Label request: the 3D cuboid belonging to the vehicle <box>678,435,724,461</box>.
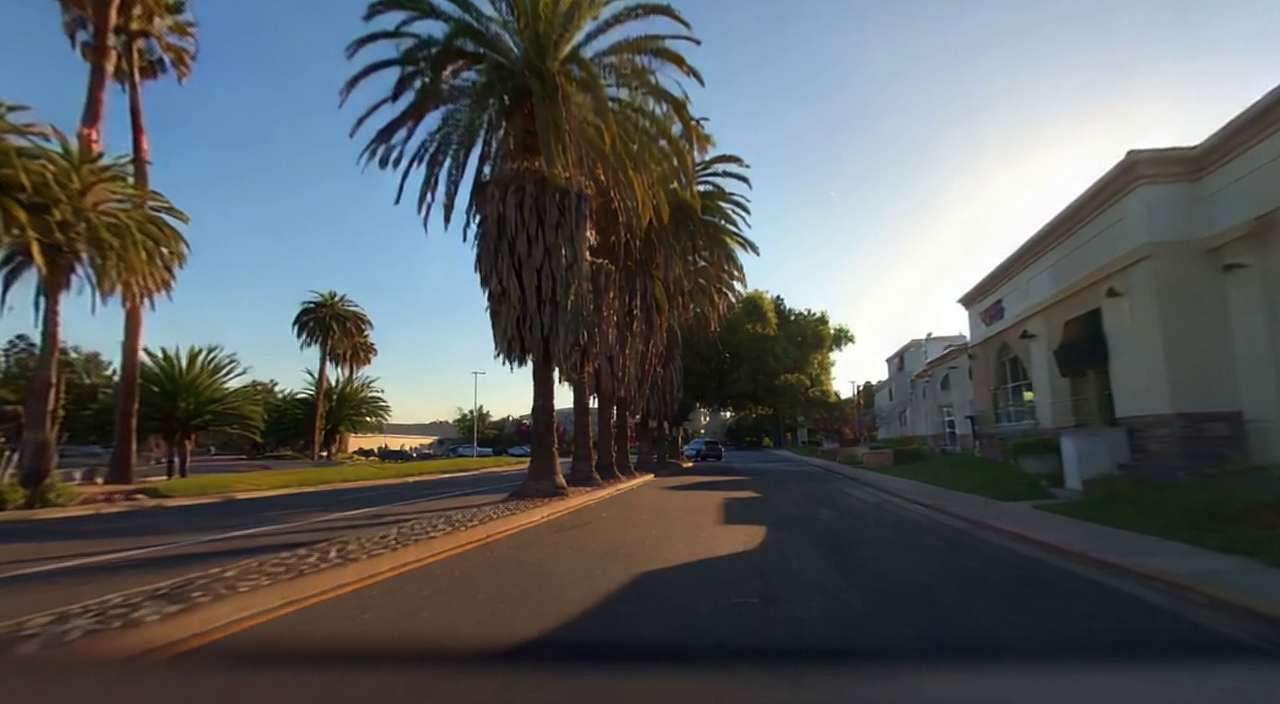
[{"bbox_3d":[4.681,7.459,49.217,2.174,1.863,4.651,2,-8,-13],"label":"vehicle"}]
